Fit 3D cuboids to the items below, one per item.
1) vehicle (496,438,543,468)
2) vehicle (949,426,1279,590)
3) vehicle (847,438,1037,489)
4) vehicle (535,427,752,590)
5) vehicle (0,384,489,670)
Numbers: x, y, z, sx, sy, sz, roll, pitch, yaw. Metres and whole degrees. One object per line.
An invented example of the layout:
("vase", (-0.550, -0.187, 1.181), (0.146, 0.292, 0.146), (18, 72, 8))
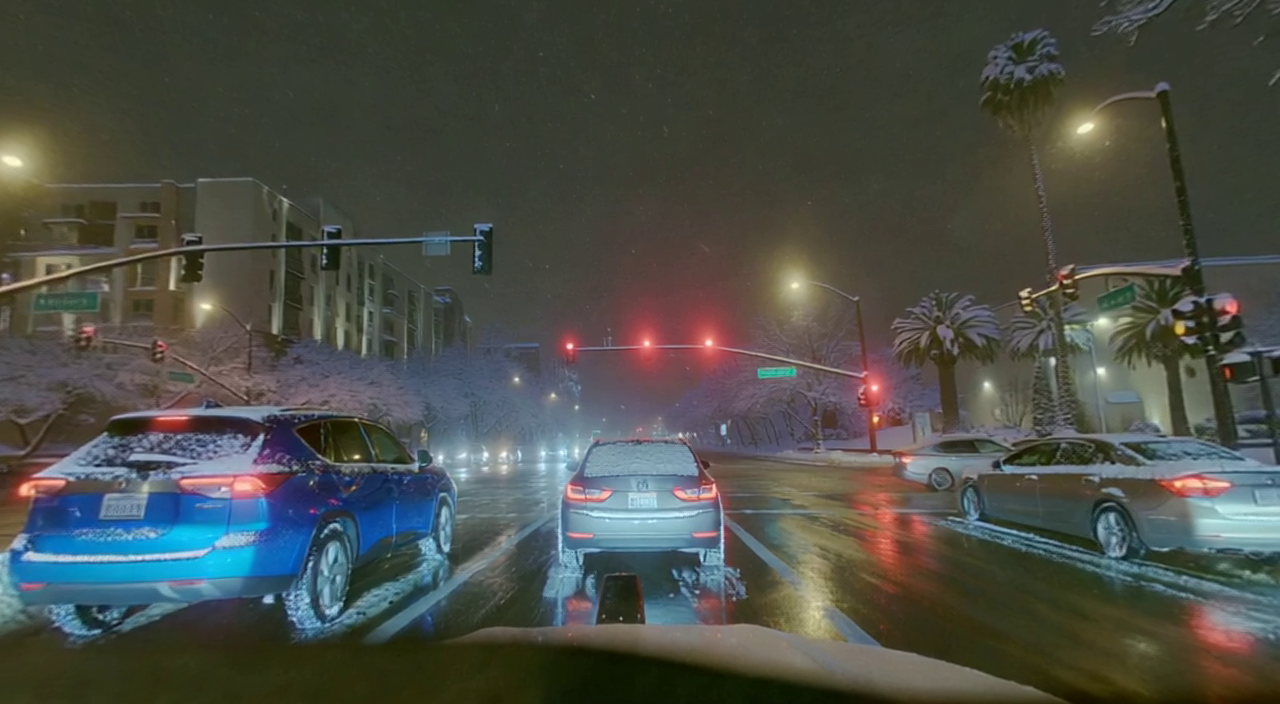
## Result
("vehicle", (-7.935, 6.689, 42.028), (2.130, 1.810, 4.450), (-2, -8, 2))
("vehicle", (6.088, 1.761, 8.083), (1.970, 1.489, 4.482), (0, -8, -1))
("vehicle", (9.214, 3.429, 19.586), (4.891, 1.477, 1.910), (0, -8, 0))
("vehicle", (0.001, 1.704, 7.722), (1.942, 1.445, 3.973), (0, -8, -1))
("vehicle", (-3.102, 1.369, 6.071), (2.051, 1.682, 4.467), (0, -8, 2))
